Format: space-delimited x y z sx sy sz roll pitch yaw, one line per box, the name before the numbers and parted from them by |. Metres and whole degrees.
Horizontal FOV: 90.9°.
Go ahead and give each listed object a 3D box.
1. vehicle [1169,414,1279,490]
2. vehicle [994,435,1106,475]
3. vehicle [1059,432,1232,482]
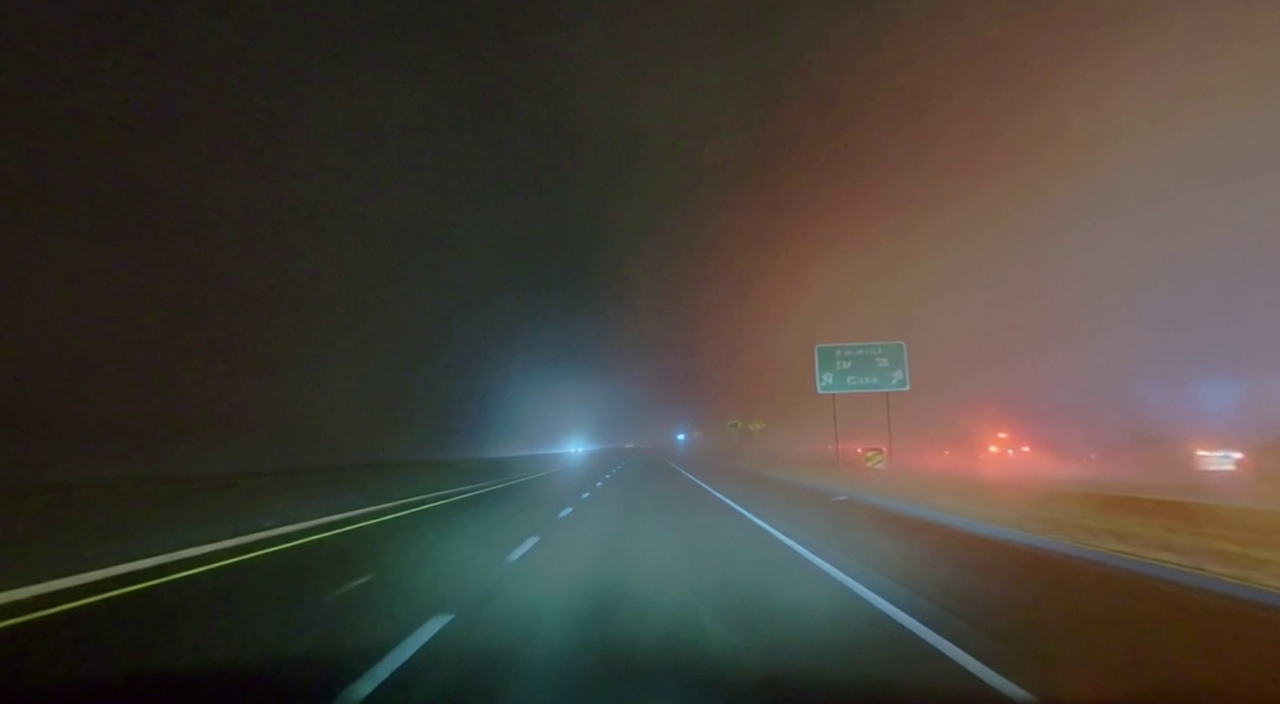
vehicle | 28.597 4.702 29.844 2.644 3.246 4.908 -1 -9 2
vehicle | 29.083 7.337 45.277 3.048 2.634 7.590 -1 -8 1
vehicle | 28.754 6.040 36.605 2.981 2.531 8.487 0 -9 0
